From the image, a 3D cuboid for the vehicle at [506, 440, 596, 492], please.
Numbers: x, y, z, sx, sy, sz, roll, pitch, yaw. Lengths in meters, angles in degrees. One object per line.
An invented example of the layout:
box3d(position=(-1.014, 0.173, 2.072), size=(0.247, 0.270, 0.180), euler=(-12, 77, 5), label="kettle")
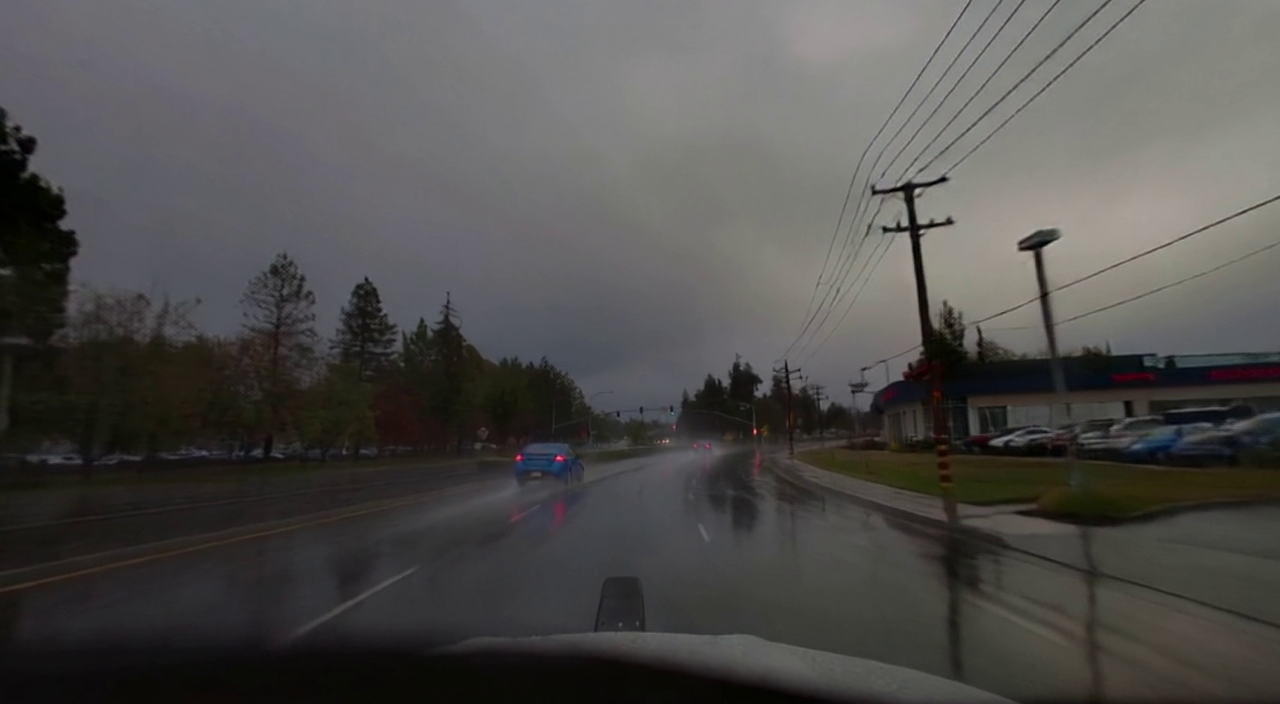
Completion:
box3d(position=(-2.772, 3.692, 20.850), size=(1.928, 1.488, 4.635), euler=(-1, -8, 5), label="vehicle")
